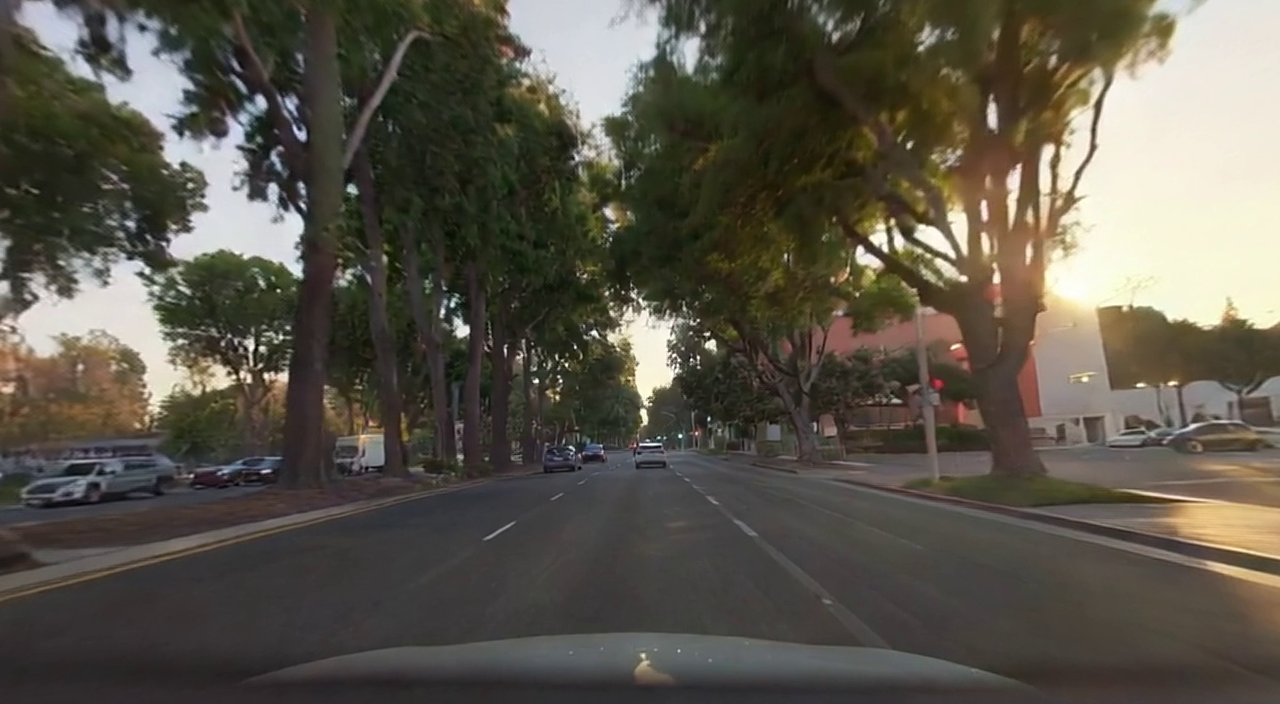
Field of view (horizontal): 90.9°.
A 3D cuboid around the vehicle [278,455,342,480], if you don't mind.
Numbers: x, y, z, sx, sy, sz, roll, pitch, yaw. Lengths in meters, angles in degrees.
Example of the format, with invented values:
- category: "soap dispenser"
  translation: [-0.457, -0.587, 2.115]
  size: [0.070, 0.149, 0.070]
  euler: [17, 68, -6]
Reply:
- category: "vehicle"
  translation: [-22.408, 7.826, 42.969]
  size: [1.849, 1.568, 4.397]
  euler: [0, -8, 2]

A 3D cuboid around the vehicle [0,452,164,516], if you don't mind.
- category: "vehicle"
  translation: [-18.613, 4.143, 20.454]
  size: [2.021, 1.732, 5.410]
  euler: [0, -8, 1]

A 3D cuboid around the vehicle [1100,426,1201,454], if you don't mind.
- category: "vehicle"
  translation: [32.933, 5.702, 40.725]
  size: [4.458, 1.761, 2.424]
  euler: [1, -8, -4]

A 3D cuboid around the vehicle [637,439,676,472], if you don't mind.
- category: "vehicle"
  translation: [0.802, 5.397, 33.036]
  size: [1.922, 1.579, 3.642]
  euler: [0, -8, -1]

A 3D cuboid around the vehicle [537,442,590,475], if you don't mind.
- category: "vehicle"
  translation: [-3.627, 5.108, 30.521]
  size: [1.908, 1.481, 4.536]
  euler: [0, -8, 1]
